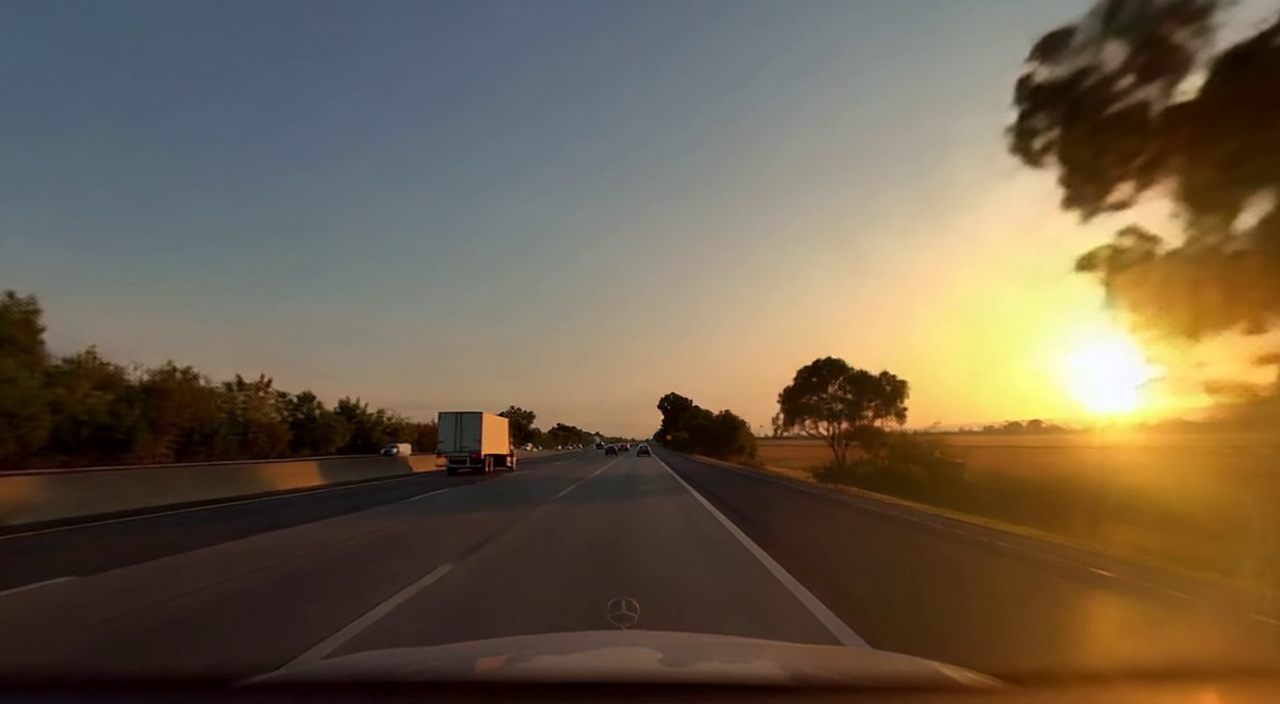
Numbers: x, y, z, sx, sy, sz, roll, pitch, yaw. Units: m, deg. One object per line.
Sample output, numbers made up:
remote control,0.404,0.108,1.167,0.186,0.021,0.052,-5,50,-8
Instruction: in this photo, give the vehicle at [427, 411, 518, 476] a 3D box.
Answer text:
vehicle,-7.485,4.217,28.941,2.444,2.685,5.893,0,-9,1
